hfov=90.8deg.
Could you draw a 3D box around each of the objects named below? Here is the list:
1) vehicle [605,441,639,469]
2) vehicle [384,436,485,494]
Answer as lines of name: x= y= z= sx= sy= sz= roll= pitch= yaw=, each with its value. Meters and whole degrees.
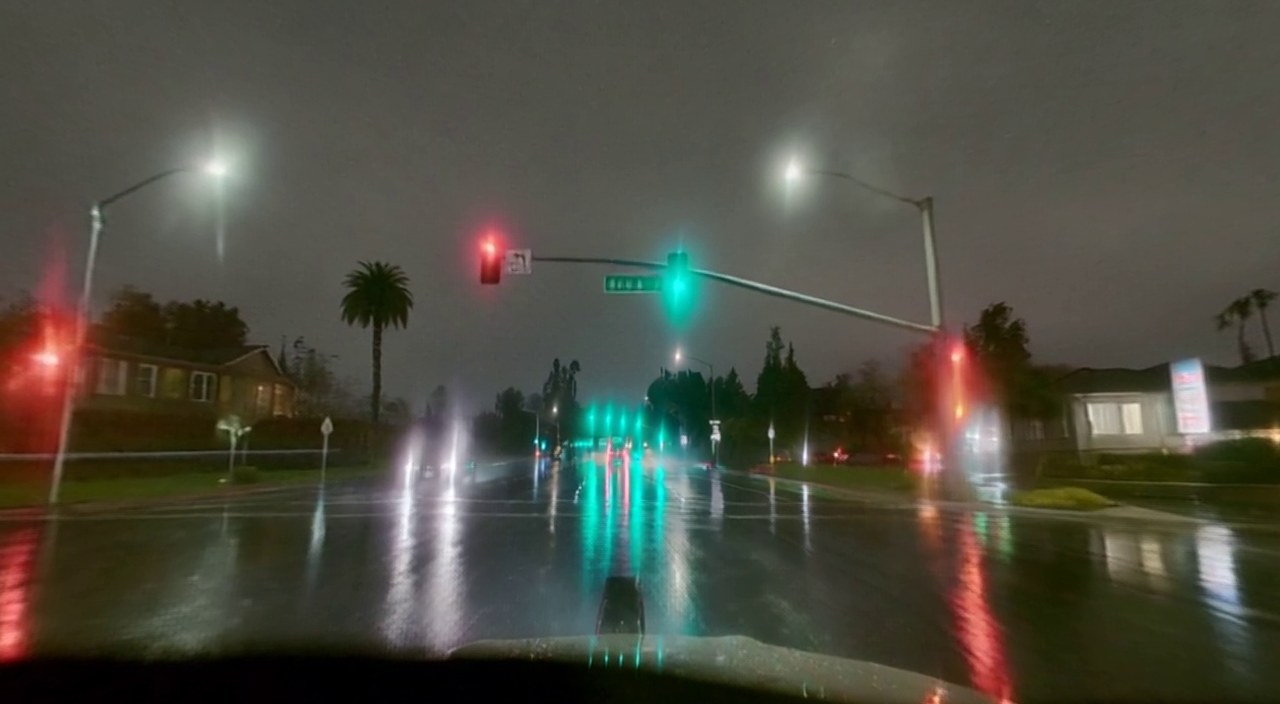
vehicle: x=-1.336 y=7.197 z=44.300 sx=2.248 sy=1.833 sz=4.798 roll=0 pitch=-9 yaw=-3
vehicle: x=-6.518 y=3.640 z=20.551 sx=1.983 sy=1.684 sz=3.938 roll=0 pitch=-9 yaw=-1
